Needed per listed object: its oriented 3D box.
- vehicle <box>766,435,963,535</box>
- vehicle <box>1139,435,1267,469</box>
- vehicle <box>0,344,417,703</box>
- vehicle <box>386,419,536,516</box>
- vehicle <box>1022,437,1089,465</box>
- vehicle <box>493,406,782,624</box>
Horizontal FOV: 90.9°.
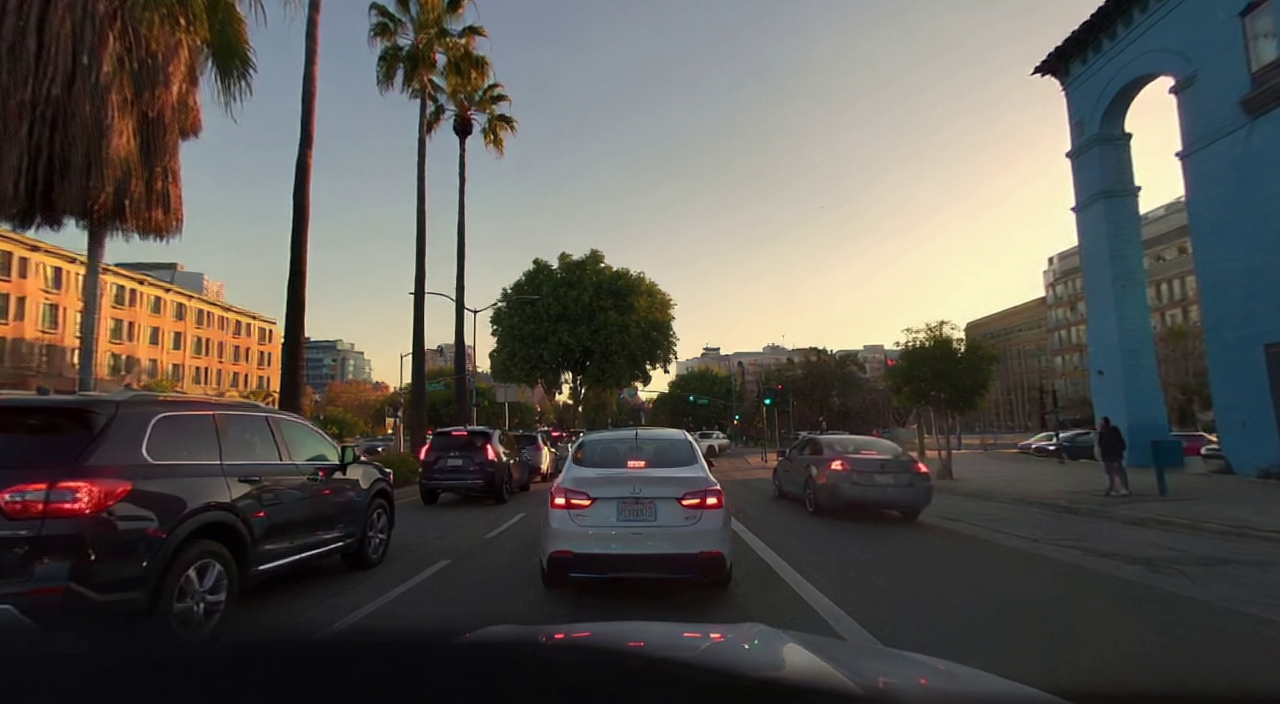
[{"bbox_3d":[3.866,2.360,11.896,1.982,1.480,4.572,1,-8,-1],"label":"vehicle"},{"bbox_3d":[25.474,4.533,28.636,3.914,1.427,1.779,-2,-8,5],"label":"vehicle"},{"bbox_3d":[-3.536,1.145,5.042,1.914,1.741,4.398,0,-8,-1],"label":"vehicle"},{"bbox_3d":[-3.474,2.320,13.078,1.840,1.684,4.041,0,-8,1],"label":"vehicle"},{"bbox_3d":[26.072,6.245,39.692,1.882,1.672,3.957,-1,-9,7],"label":"vehicle"},{"bbox_3d":[-0.047,1.519,6.852,2.114,1.585,4.285,0,-8,-1],"label":"vehicle"}]
